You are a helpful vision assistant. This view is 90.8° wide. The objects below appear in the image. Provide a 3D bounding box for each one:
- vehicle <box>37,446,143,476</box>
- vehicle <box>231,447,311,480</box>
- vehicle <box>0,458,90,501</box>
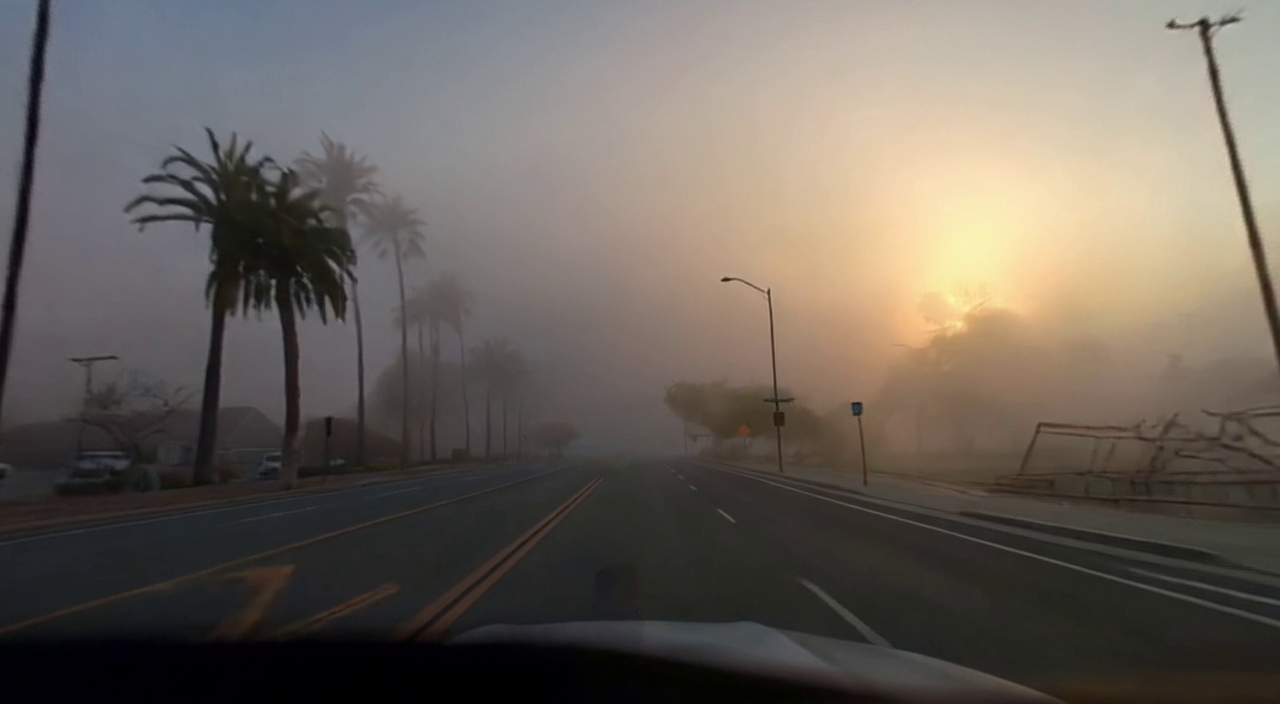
[{"bbox_3d":[-39.576,7.882,45.654,5.244,2.021,2.086,6,-10,-29],"label":"vehicle"},{"bbox_3d":[-25.460,7.700,43.502,5.622,1.769,2.331,-9,-8,31],"label":"vehicle"},{"bbox_3d":[-26.158,5.525,27.293,4.546,1.479,2.103,-9,-8,28],"label":"vehicle"}]
